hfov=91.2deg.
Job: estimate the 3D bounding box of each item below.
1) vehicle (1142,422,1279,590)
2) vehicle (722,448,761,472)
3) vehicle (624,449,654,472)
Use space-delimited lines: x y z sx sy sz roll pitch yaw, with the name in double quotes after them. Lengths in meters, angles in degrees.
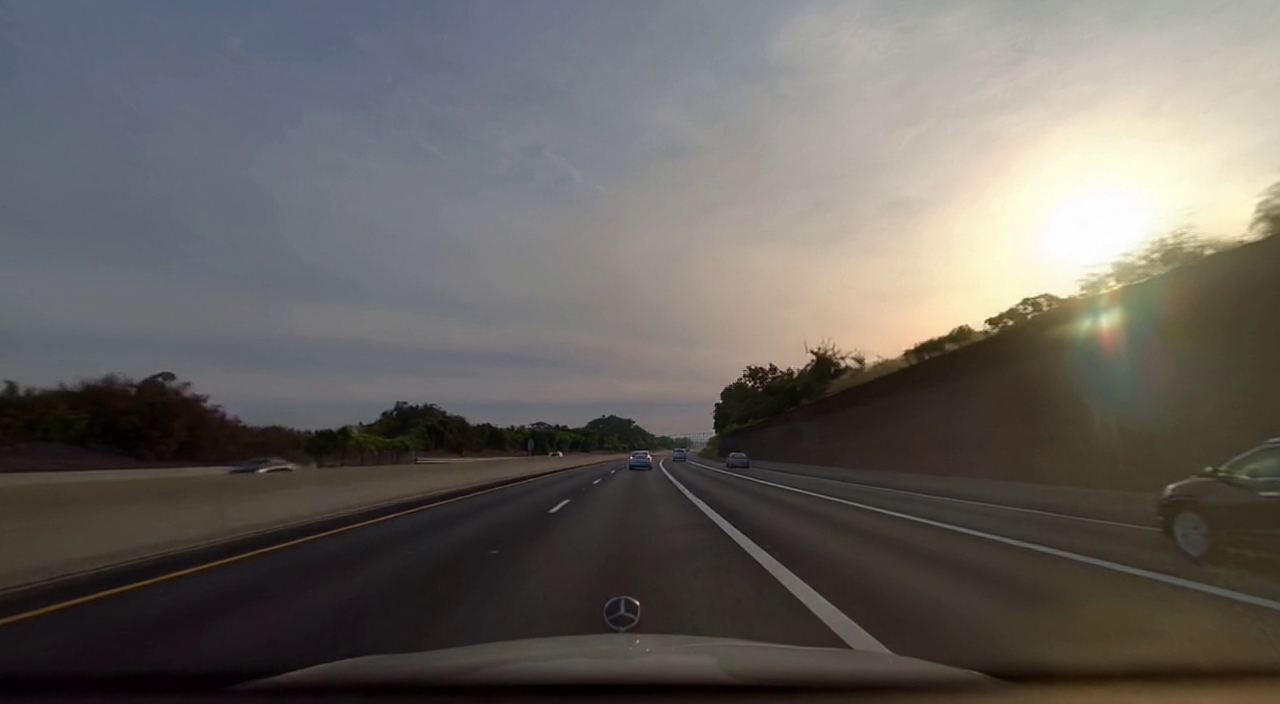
6.924 1.293 4.993 2.008 1.533 4.592 0 -9 0 "vehicle"
6.718 7.182 41.838 1.941 1.485 3.701 0 -9 -1 "vehicle"
-0.054 7.706 44.791 2.025 1.526 4.181 0 -9 0 "vehicle"
